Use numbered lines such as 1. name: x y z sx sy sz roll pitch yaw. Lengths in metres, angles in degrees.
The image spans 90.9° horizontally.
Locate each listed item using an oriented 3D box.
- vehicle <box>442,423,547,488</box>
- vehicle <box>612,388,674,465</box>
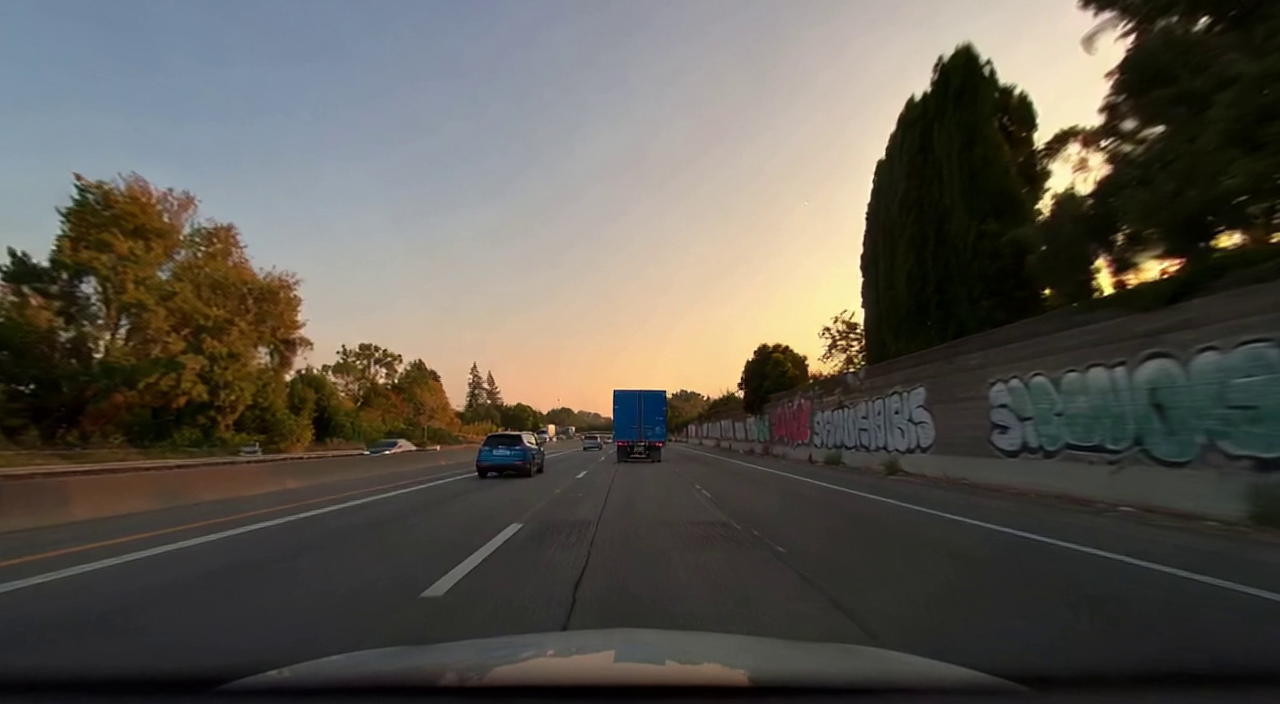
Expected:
1. vehicle: -4.053 2.946 18.326 2.058 1.645 4.130 0 -8 0
2. vehicle: 0.048 4.137 34.418 2.927 3.649 9.443 0 -8 -1
